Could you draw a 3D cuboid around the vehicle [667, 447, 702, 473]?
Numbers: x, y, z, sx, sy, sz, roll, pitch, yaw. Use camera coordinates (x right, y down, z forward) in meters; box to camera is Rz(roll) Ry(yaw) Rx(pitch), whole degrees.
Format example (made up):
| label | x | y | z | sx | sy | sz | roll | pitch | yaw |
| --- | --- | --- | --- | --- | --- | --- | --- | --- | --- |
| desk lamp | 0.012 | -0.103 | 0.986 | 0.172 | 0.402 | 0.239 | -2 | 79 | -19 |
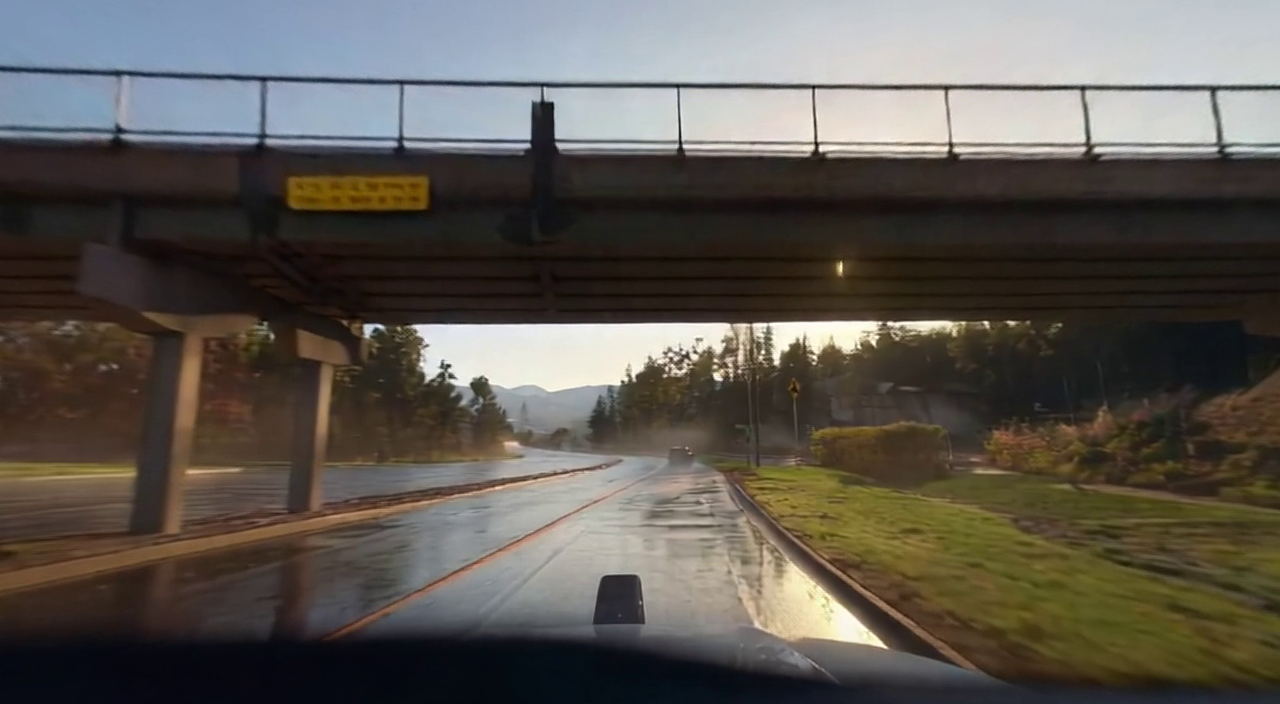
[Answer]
| label | x | y | z | sx | sy | sz | roll | pitch | yaw |
| --- | --- | --- | --- | --- | --- | --- | --- | --- | --- |
| vehicle | 2.676 | 6.444 | 37.685 | 1.980 | 1.449 | 3.650 | -1 | -9 | 4 |
